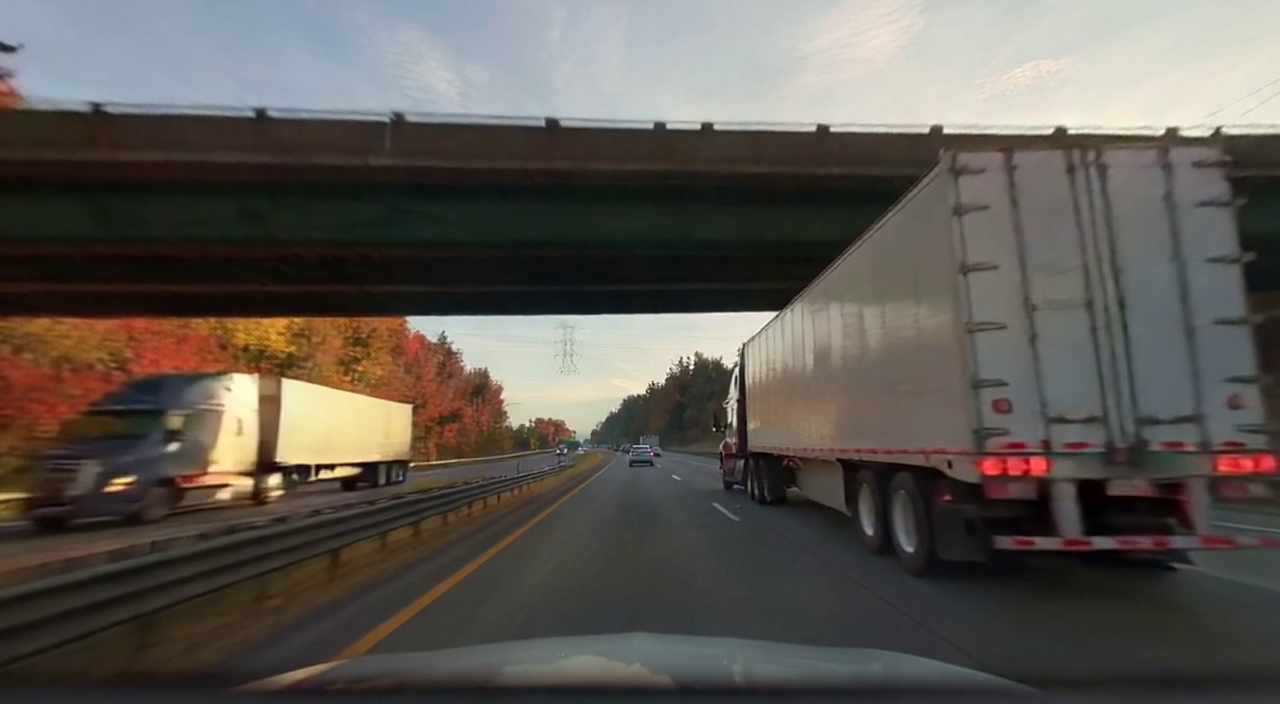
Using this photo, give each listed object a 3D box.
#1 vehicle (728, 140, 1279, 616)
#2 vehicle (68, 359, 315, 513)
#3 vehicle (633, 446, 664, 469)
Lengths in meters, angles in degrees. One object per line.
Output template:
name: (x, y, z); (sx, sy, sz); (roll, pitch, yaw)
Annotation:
vehicle: (4.386, 1.212, 12.707); (2.956, 4.281, 14.327); (0, -9, -1)
vehicle: (-13.630, 2.681, 19.923); (3.170, 4.126, 5.938); (0, -9, 0)
vehicle: (0.526, 6.967, 41.447); (1.961, 1.454, 3.755); (0, -9, 0)
